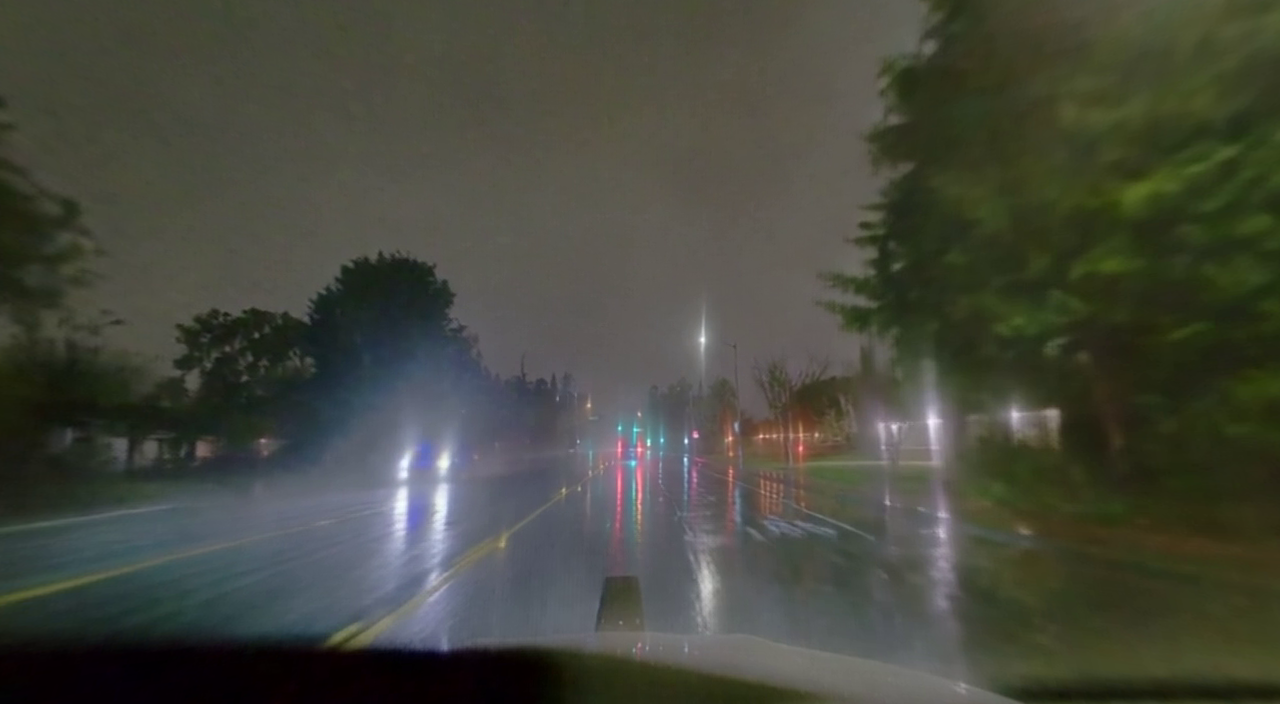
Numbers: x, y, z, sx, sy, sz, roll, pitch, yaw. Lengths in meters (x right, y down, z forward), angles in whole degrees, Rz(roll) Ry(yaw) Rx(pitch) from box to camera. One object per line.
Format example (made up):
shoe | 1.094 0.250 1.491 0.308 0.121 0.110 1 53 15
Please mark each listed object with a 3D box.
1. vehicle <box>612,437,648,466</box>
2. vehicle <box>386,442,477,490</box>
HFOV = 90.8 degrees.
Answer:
vehicle | -0.703 6.560 41.901 2.230 1.827 4.298 0 -8 -2
vehicle | -7.405 4.059 22.873 1.967 1.571 3.853 0 -8 0
